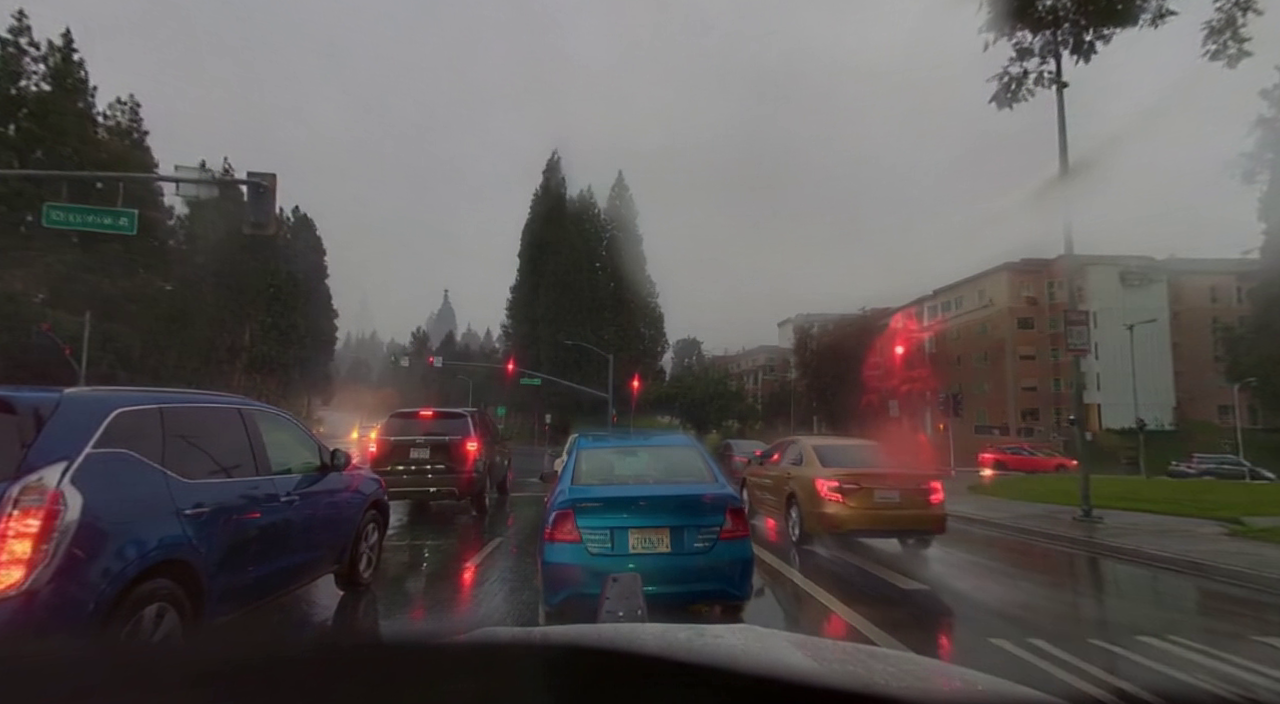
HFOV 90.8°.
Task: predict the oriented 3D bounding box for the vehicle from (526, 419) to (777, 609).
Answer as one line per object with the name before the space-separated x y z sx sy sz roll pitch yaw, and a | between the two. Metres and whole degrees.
vehicle | -0.059 1.612 7.316 2.001 1.483 4.442 0 -8 -4

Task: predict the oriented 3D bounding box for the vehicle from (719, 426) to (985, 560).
vehicle | 2.767 1.977 9.736 2.100 1.524 4.746 1 -8 -5

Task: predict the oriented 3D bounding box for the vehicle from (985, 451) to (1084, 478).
vehicle | 24.185 6.892 38.844 4.737 1.572 2.026 0 -8 -2

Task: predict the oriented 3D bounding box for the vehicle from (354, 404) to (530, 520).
vehicle | -3.881 2.299 13.714 2.305 1.984 5.586 0 -8 -3

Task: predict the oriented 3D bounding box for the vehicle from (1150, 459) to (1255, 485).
vehicle | 34.650 7.380 38.995 4.609 1.513 1.861 0 -8 1

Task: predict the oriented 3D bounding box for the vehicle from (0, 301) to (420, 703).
vehicle | -3.145 1.006 4.158 1.924 1.737 4.387 0 -8 -2
